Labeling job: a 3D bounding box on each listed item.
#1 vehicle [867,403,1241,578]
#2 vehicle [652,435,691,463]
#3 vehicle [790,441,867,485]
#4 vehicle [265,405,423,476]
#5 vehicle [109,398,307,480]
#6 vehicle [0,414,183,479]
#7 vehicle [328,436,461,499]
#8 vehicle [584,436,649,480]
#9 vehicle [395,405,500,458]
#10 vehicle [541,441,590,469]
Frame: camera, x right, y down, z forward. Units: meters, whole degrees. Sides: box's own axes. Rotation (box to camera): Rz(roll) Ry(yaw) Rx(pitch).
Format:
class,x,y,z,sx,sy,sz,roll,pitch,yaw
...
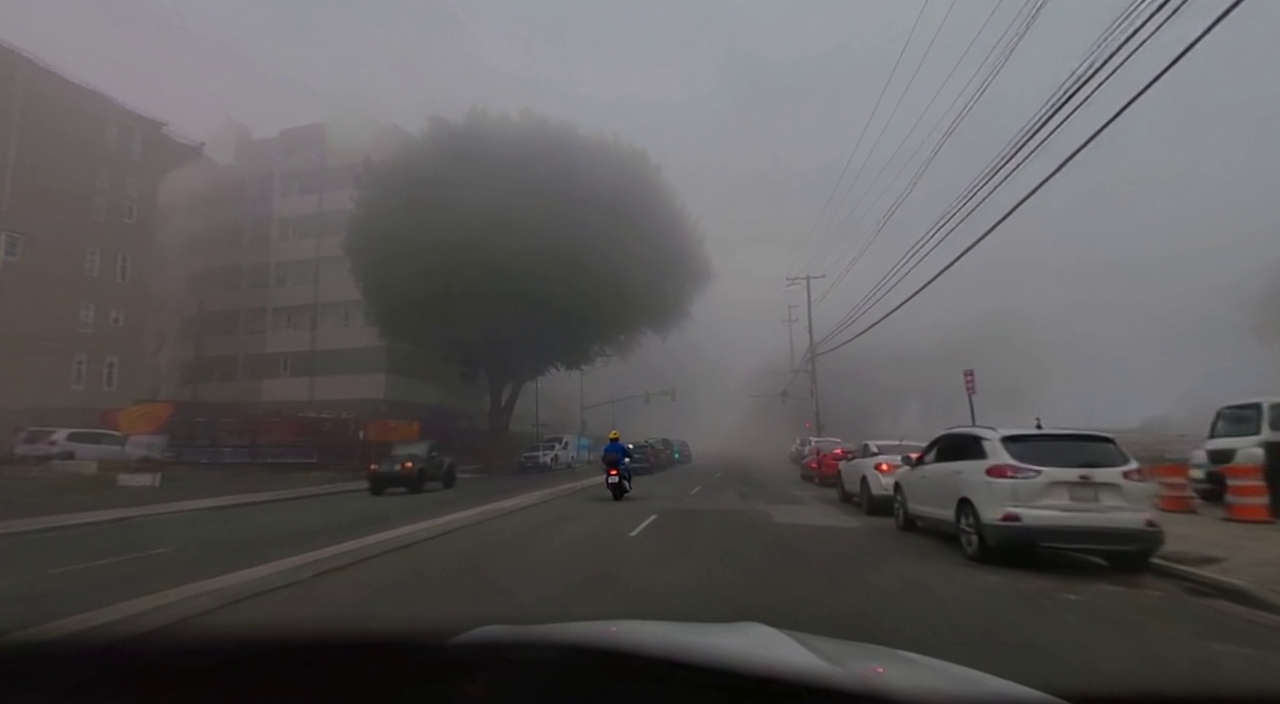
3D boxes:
class,x,y,z,sx,sy,sz,roll,pitch,yaw
vehicle,5.331,1.854,9.421,2.387,1.820,5.286,-1,-9,6
vehicle,2.374,7.098,46.377,2.295,1.929,5.498,-1,-9,8
vehicle,6.928,4.105,23.739,1.973,1.457,4.522,-1,-9,6
vehicle,-14.830,4.630,32.815,2.990,3.144,9.080,-1,-9,6
vehicle,-20.701,4.273,31.287,3.283,3.441,8.669,-1,-8,4
vehicle,-27.154,4.732,31.763,2.933,2.907,6.416,-2,-8,9
vehicle,-7.675,3.646,20.370,2.053,1.771,4.684,-1,-9,5
vehicle,-0.857,4.279,25.699,1.925,1.602,4.090,-1,-9,9
vehicle,-13.212,5.767,44.666,2.996,3.170,10.153,-4,-9,8
vehicle,-4.490,6.349,38.655,2.105,1.509,4.753,-2,-10,4
